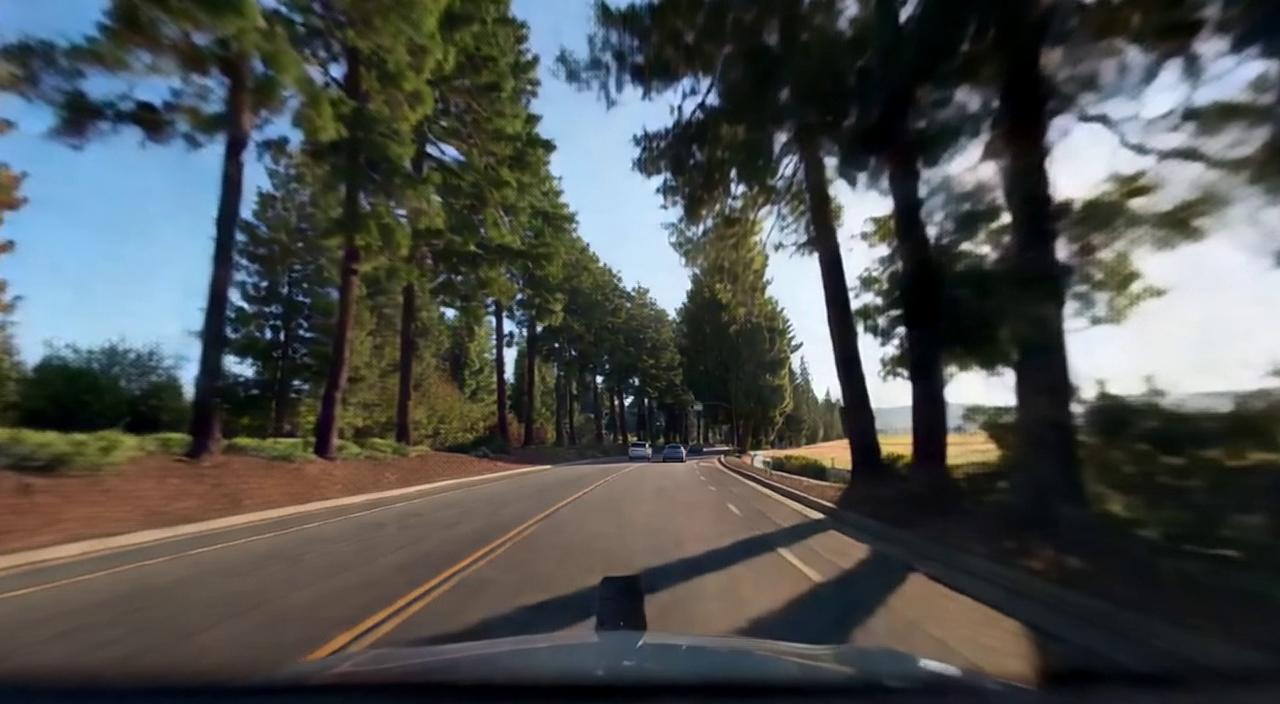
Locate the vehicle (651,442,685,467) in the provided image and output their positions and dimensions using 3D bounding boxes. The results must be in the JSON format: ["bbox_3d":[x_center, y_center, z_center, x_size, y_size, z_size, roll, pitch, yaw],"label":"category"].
[{"bbox_3d":[1.874,6.650,41.171,2.071,1.474,4.047,-1,-8,5],"label":"vehicle"}]
